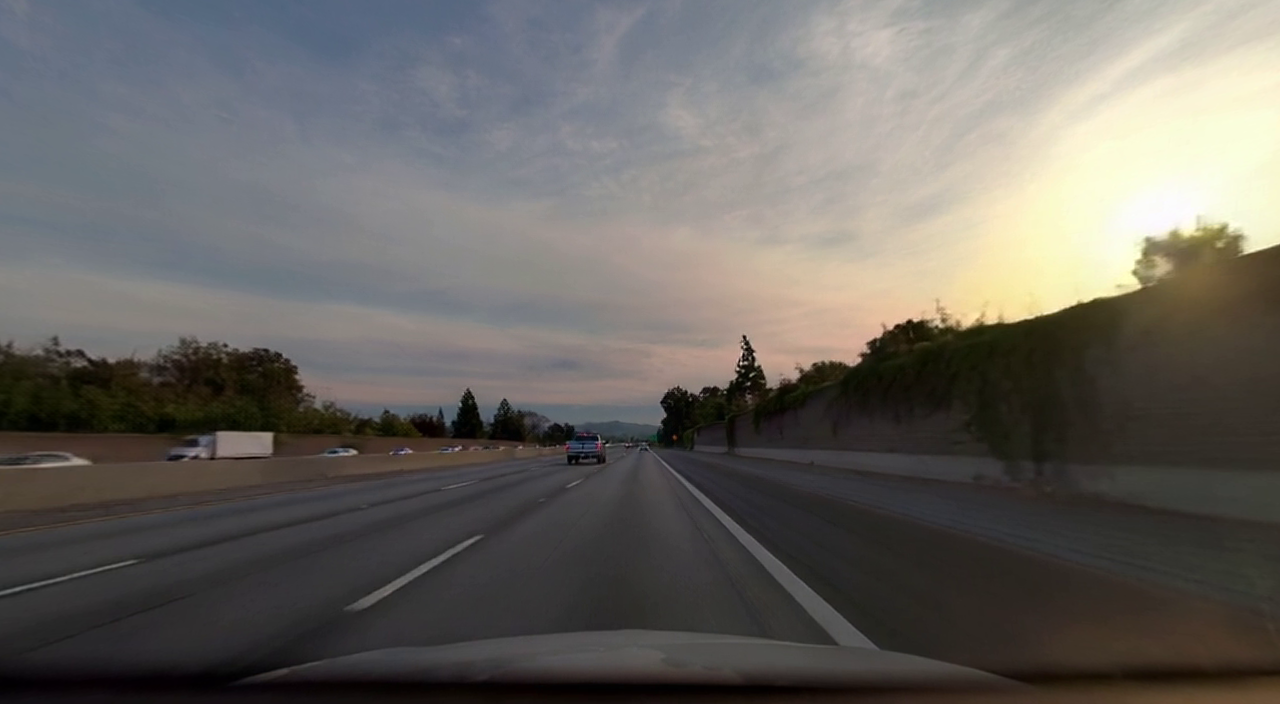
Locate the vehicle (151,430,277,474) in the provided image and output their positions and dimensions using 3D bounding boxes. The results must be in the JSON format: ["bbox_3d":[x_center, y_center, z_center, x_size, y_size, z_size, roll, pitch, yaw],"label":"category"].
[{"bbox_3d":[-32.889,7.799,49.390,2.834,3.063,9.925,0,-8,1],"label":"vehicle"}]

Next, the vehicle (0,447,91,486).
[{"bbox_3d":[-25.709,4.700,26.045,1.916,1.489,4.504,0,-8,1],"label":"vehicle"}]

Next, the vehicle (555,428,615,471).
[{"bbox_3d":[-2.920,5.426,35.218,2.604,2.170,6.271,0,-8,1],"label":"vehicle"}]
